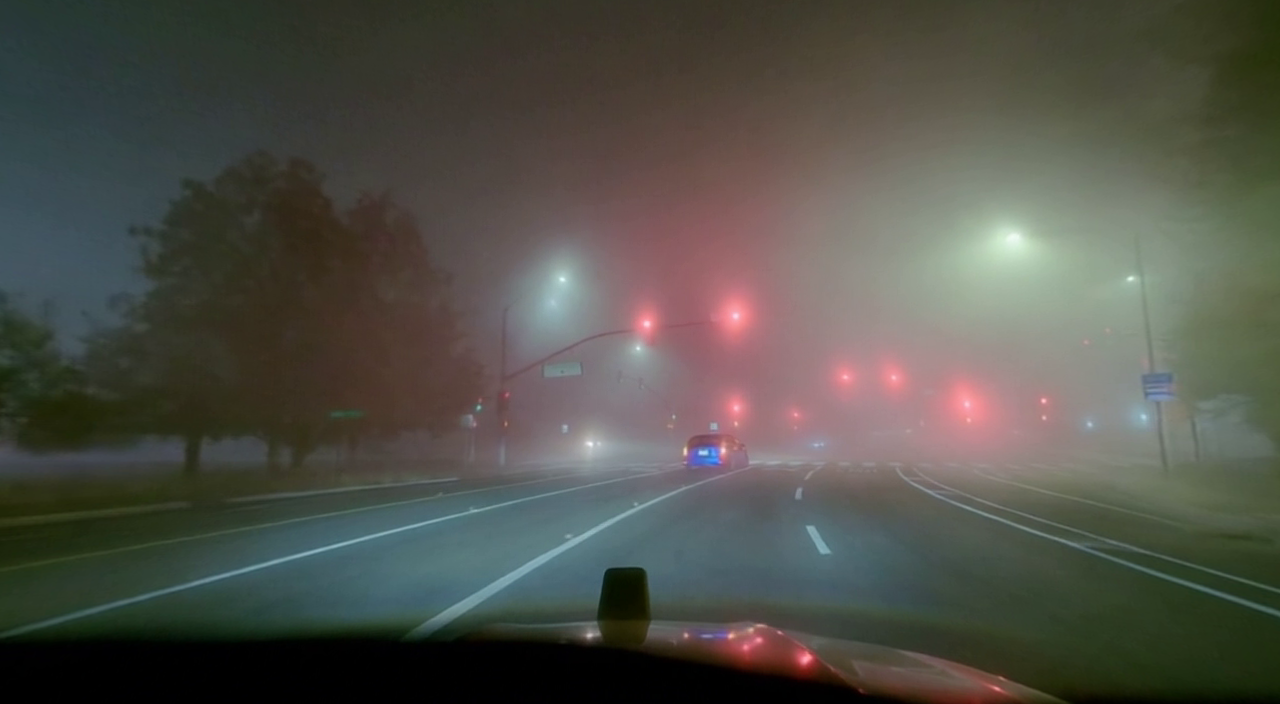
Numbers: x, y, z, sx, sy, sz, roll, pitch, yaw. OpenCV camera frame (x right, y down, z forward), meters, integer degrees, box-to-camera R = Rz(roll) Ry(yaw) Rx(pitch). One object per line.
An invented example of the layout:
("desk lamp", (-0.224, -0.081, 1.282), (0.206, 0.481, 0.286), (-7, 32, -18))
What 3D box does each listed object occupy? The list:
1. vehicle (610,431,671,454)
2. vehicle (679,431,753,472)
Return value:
("vehicle", (0.041, 7.132, 49.582), (4.406, 1.661, 1.857), (-4, -9, 23))
("vehicle", (3.300, 4.222, 26.818), (2.055, 1.573, 4.065), (-4, -9, 23))
